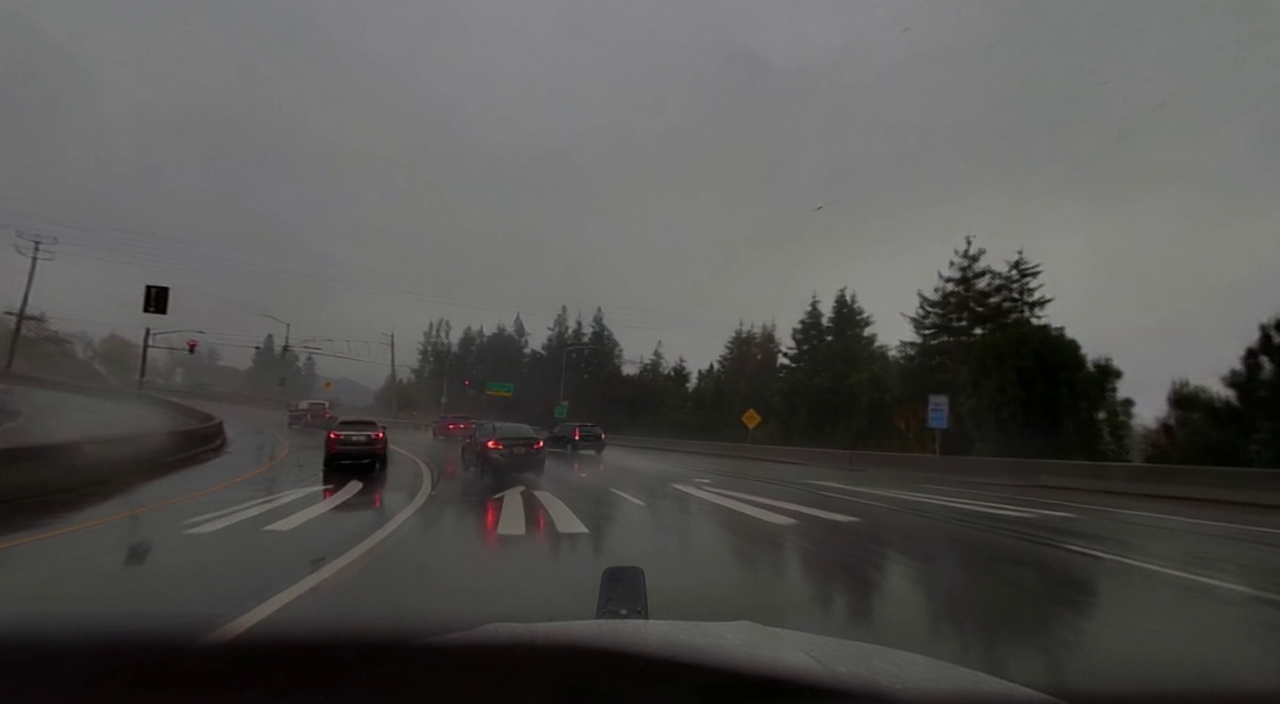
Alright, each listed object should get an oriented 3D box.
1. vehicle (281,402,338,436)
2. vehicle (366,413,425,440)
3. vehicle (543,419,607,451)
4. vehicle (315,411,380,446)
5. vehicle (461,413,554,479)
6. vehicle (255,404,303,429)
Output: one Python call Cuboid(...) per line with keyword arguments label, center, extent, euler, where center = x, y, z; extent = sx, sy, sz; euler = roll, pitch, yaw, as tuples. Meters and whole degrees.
Cuboid(label="vehicle", center=(-19.327, 3.966, 36.758), extent=(2.076, 1.747, 4.285), euler=(7, -11, -38))
Cuboid(label="vehicle", center=(-14.604, 4.510, 37.546), extent=(1.832, 1.473, 4.364), euler=(7, -11, -40))
Cuboid(label="vehicle", center=(-4.040, 5.136, 38.671), extent=(2.079, 1.807, 4.682), euler=(5, -10, -31))
Cuboid(label="vehicle", center=(-13.970, 3.696, 29.959), extent=(2.033, 1.501, 4.623), euler=(6, -10, -33))
Cuboid(label="vehicle", center=(-4.110, 2.828, 19.030), extent=(2.140, 1.724, 4.304), euler=(3, -9, -19))
Cuboid(label="vehicle", center=(-24.153, 4.345, 42.169), extent=(1.763, 1.486, 4.459), euler=(8, -11, -41))
